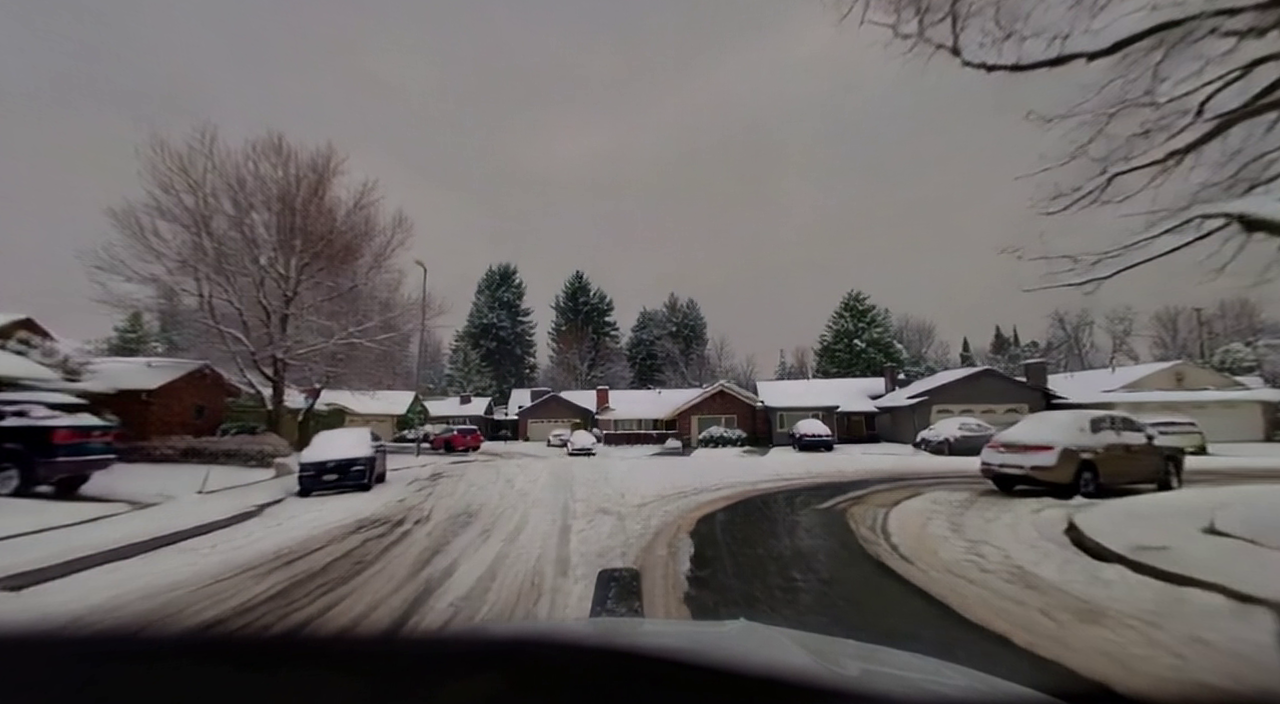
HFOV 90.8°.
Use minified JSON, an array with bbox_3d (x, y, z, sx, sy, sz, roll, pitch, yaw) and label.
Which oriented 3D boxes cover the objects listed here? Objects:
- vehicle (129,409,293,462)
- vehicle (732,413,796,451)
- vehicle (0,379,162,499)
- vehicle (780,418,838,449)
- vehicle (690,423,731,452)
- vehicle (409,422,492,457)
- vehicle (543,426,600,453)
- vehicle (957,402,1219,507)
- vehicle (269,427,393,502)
[{"bbox_3d":[-14.996,2.938,22.227,4.400,1.717,2.067,-2,-7,7],"label":"vehicle"},{"bbox_3d":[6.997,4.603,36.317,2.455,2.018,5.271,-1,-7,-1],"label":"vehicle"},{"bbox_3d":[-11.851,1.513,10.911,5.143,1.832,2.461,0,-7,-2],"label":"vehicle"},{"bbox_3d":[9.827,4.812,37.153,2.160,1.695,4.183,-1,-7,-1],"label":"vehicle"},{"bbox_3d":[4.007,4.922,36.475,1.833,1.540,3.532,-1,-7,-2],"label":"vehicle"},{"bbox_3d":[-10.664,4.877,35.324,2.305,1.824,5.096,7,-10,-44],"label":"vehicle"},{"bbox_3d":[-4.194,5.233,37.827,1.932,1.518,4.343,3,-8,-27],"label":"vehicle"},{"bbox_3d":[9.126,1.996,12.870,4.863,1.784,2.109,3,-8,-26],"label":"vehicle"},{"bbox_3d":[-7.339,2.582,15.201,2.236,1.459,4.832,3,-8,-25],"label":"vehicle"}]
